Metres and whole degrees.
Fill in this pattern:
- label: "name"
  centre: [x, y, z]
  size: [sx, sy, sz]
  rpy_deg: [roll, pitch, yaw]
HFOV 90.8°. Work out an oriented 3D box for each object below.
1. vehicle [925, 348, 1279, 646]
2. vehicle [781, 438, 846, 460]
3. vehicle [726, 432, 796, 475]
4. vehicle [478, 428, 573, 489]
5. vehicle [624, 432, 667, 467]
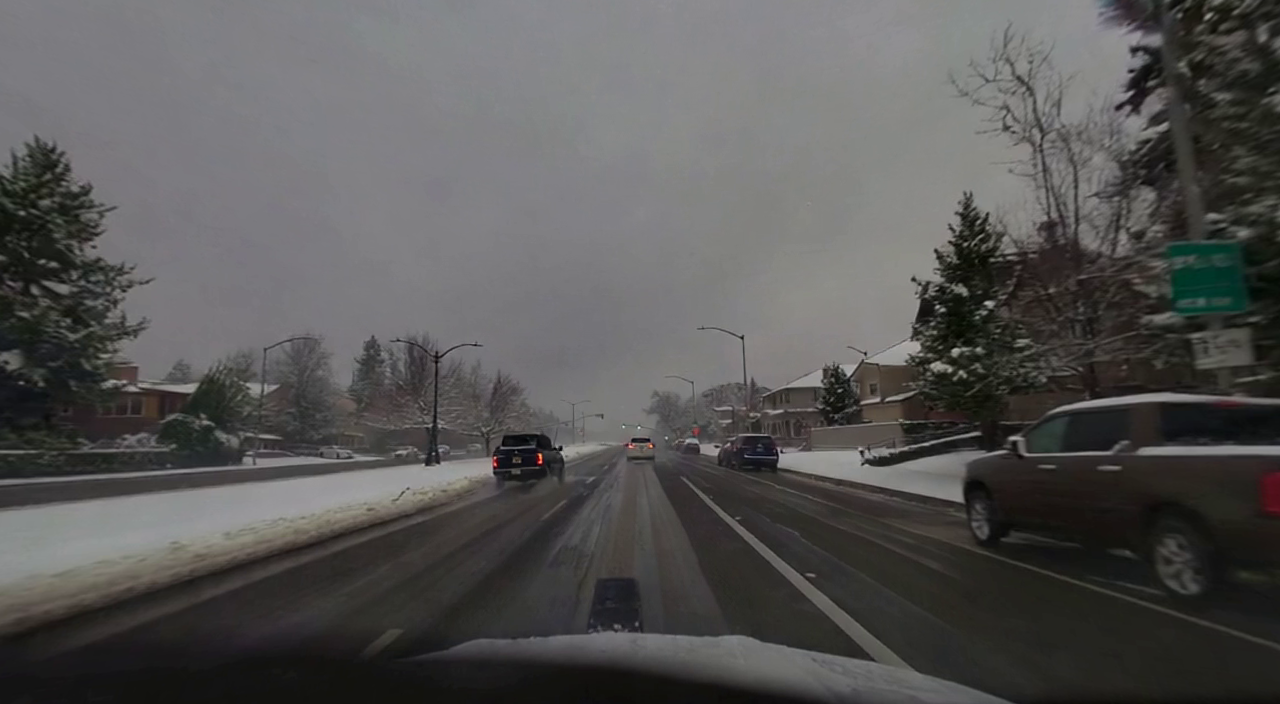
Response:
- label: "vehicle"
  centre: [5.590, 1.319, 6.484]
  size: [2.473, 2.021, 5.883]
  rpy_deg: [0, -9, -1]
- label: "vehicle"
  centre: [13.343, 7.497, 48.737]
  size: [4.443, 1.631, 1.947]
  rpy_deg: [0, -9, -3]
- label: "vehicle"
  centre: [5.725, 4.886, 30.673]
  size: [2.217, 1.874, 5.660]
  rpy_deg: [0, -9, 0]
- label: "vehicle"
  centre: [-3.628, 3.499, 20.971]
  size: [2.233, 1.775, 4.491]
  rpy_deg: [0, -9, 1]
- label: "vehicle"
  centre: [0.301, 5.609, 36.315]
  size: [2.273, 1.851, 5.075]
  rpy_deg: [0, -9, 0]
